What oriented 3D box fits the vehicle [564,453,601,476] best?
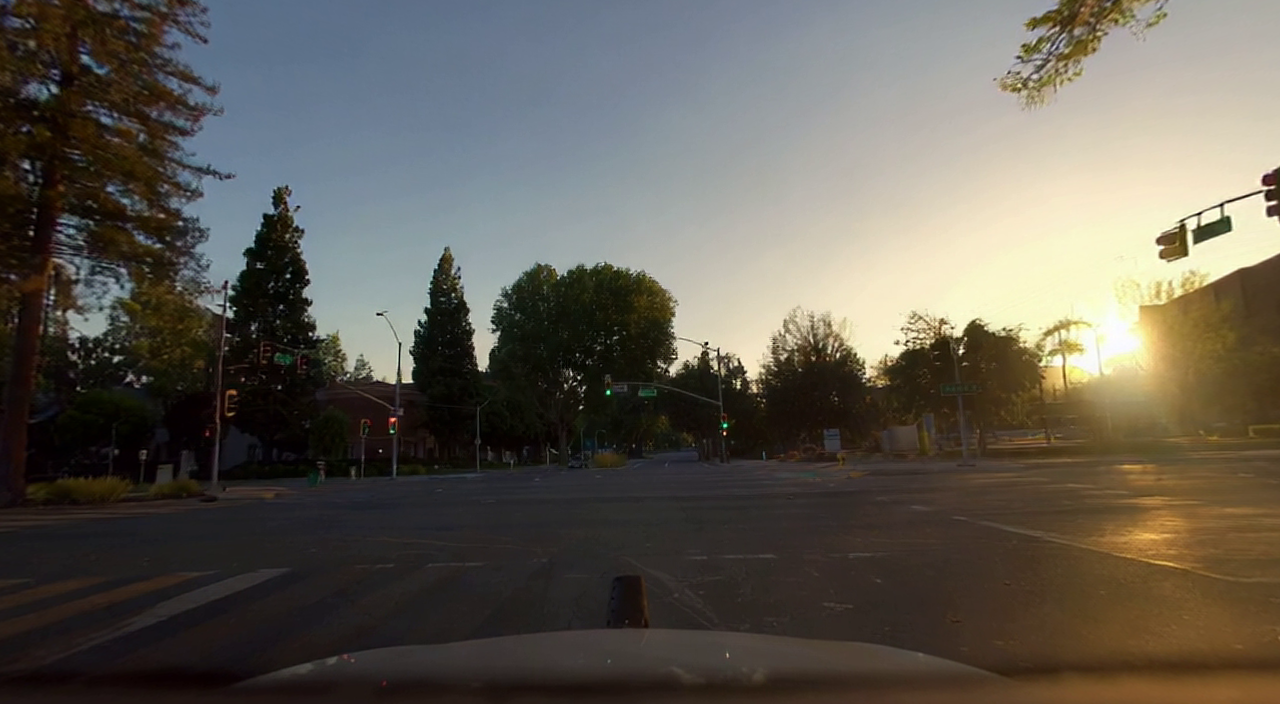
[{"bbox_3d":[-4.474,8.844,49.823,2.030,1.704,4.205,-1,-8,7],"label":"vehicle"}]
